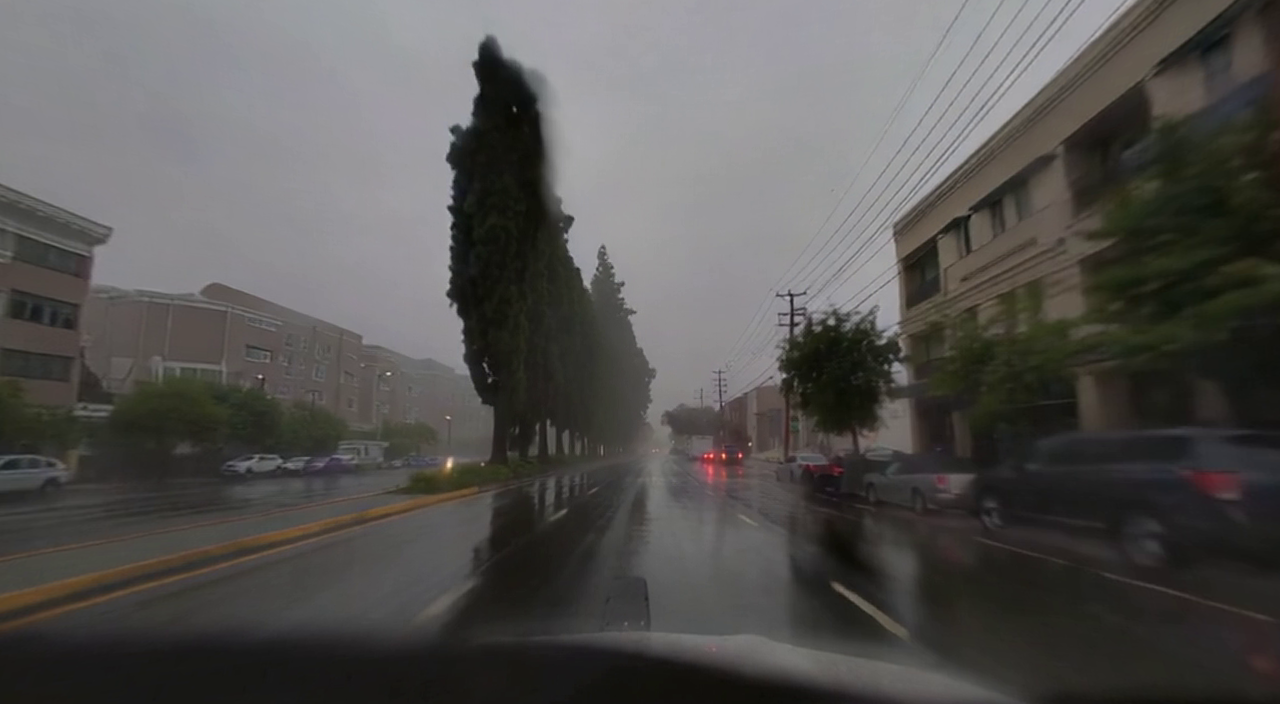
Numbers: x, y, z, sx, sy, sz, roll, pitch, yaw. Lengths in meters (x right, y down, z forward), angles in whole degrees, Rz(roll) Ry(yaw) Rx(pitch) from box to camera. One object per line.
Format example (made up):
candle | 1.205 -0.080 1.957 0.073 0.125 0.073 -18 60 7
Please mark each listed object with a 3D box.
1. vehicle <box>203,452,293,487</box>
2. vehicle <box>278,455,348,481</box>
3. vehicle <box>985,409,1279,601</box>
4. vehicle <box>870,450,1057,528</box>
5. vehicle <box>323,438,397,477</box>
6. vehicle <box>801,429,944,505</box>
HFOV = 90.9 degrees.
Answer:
vehicle | -22.258 6.658 36.044 2.116 1.813 4.674 0 -8 0
vehicle | -21.954 7.788 42.561 2.004 1.586 4.962 0 -8 0
vehicle | 6.919 1.807 8.402 1.998 1.819 4.621 0 -8 0
vehicle | 6.821 2.885 13.910 1.896 1.399 4.196 0 -8 0
vehicle | -21.984 8.301 49.967 2.397 2.865 7.296 0 -8 1
vehicle | 7.106 3.572 20.217 2.197 2.019 6.225 0 -8 0
